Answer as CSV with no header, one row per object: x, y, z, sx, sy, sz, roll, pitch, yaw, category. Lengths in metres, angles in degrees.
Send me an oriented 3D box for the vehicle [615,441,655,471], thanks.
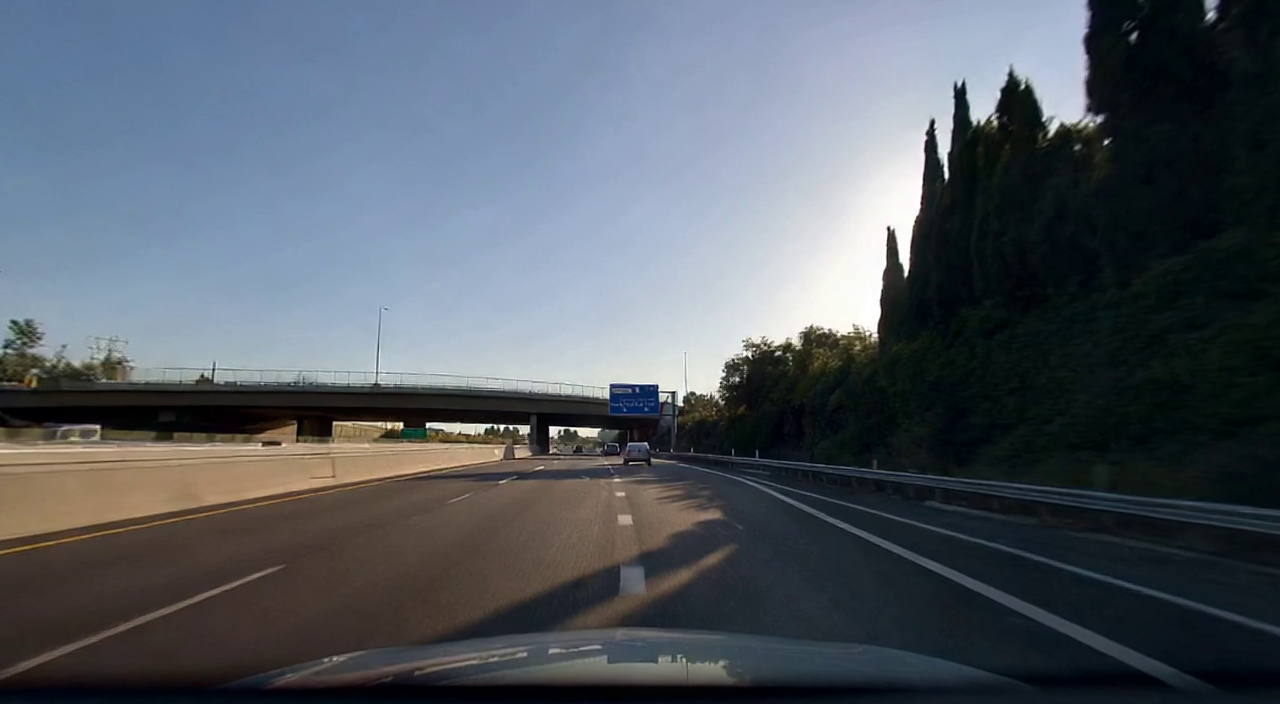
-0.249,5.598,33.903,2.055,1.509,4.255,0,-9,0,vehicle
